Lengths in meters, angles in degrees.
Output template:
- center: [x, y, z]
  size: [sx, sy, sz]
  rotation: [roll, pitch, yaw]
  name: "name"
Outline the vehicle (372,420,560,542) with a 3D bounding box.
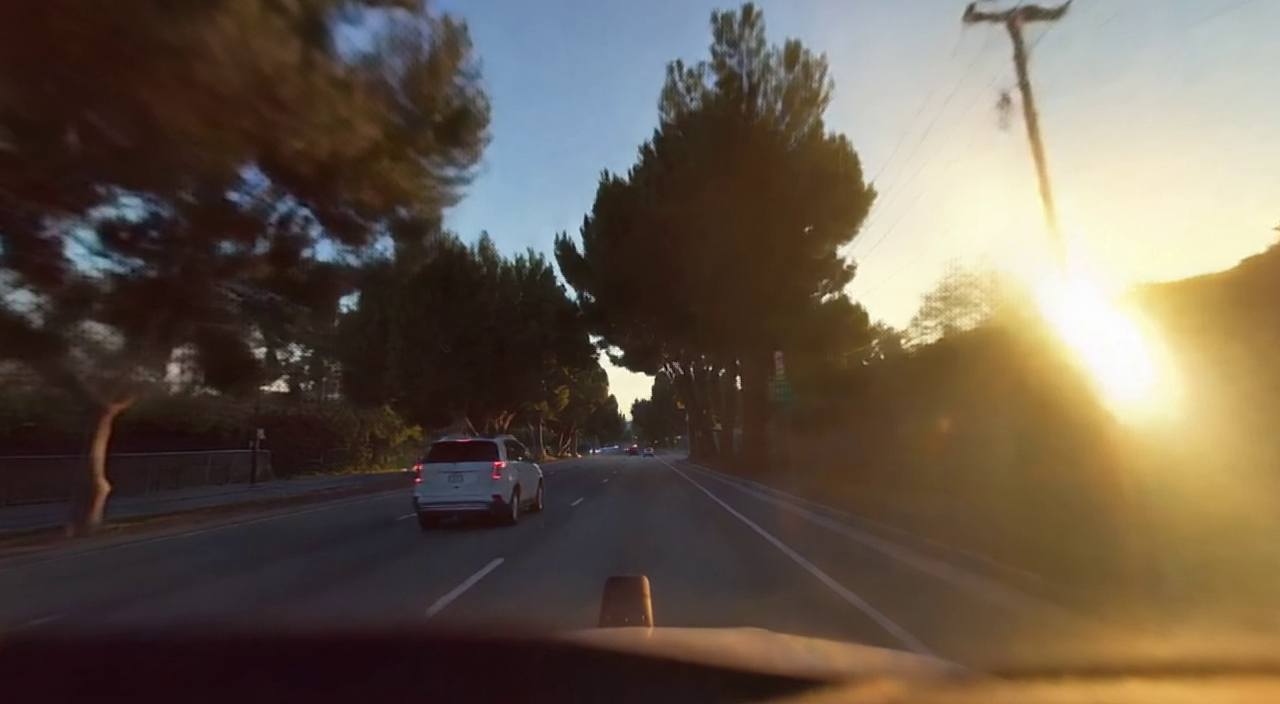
- center: [-2.987, 2.335, 12.120]
  size: [2.160, 1.855, 4.695]
  rotation: [0, -8, 1]
  name: "vehicle"
